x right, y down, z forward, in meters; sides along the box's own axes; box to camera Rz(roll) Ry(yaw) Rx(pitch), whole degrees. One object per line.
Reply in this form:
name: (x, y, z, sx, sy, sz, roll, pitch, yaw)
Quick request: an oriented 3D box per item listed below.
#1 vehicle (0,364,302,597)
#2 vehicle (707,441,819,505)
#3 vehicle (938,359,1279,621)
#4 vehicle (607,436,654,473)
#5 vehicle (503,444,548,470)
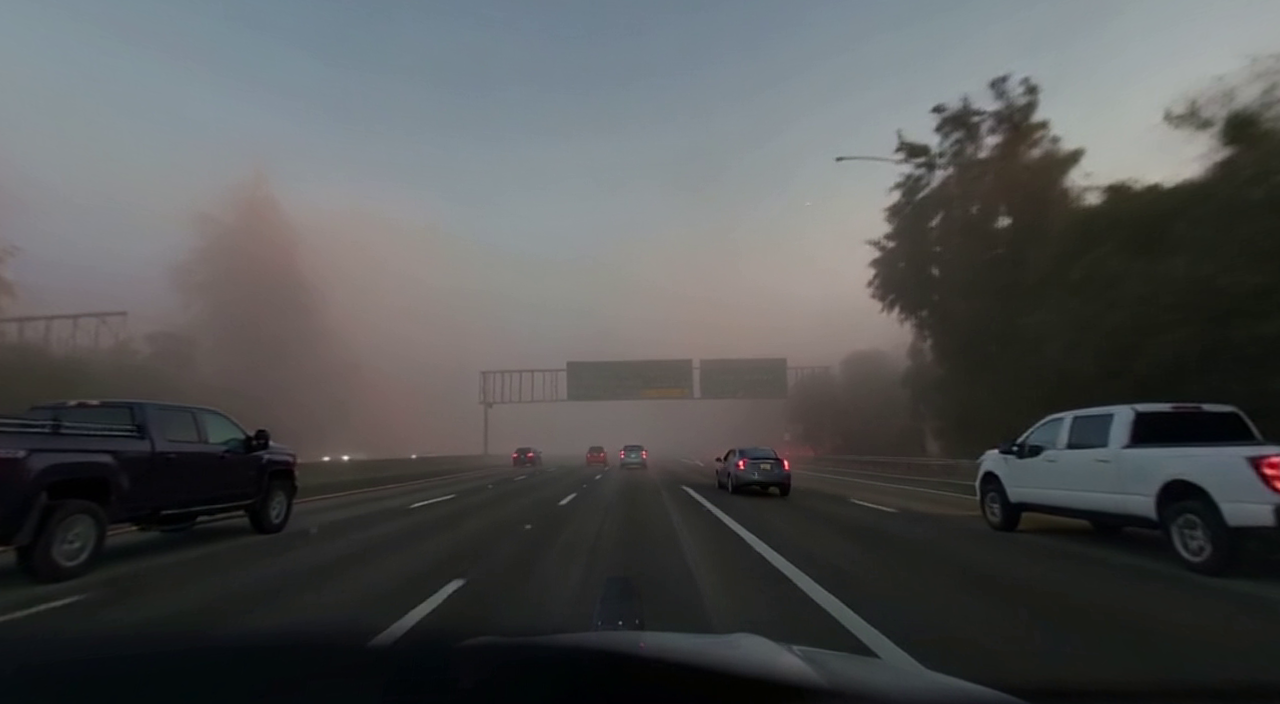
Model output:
vehicle: (-6.805, 1.383, 7.270, 2.444, 2.012, 6.122, 0, -8, 0)
vehicle: (3.065, 3.115, 16.752, 2.011, 1.462, 4.286, 0, -8, -1)
vehicle: (5.996, 1.318, 6.690, 2.635, 1.919, 5.907, 0, -8, -2)
vehicle: (-0.474, 5.430, 33.618, 2.323, 1.805, 4.729, 0, -8, -1)
vehicle: (-6.869, 6.350, 38.390, 1.920, 1.482, 4.385, 0, -8, 0)
